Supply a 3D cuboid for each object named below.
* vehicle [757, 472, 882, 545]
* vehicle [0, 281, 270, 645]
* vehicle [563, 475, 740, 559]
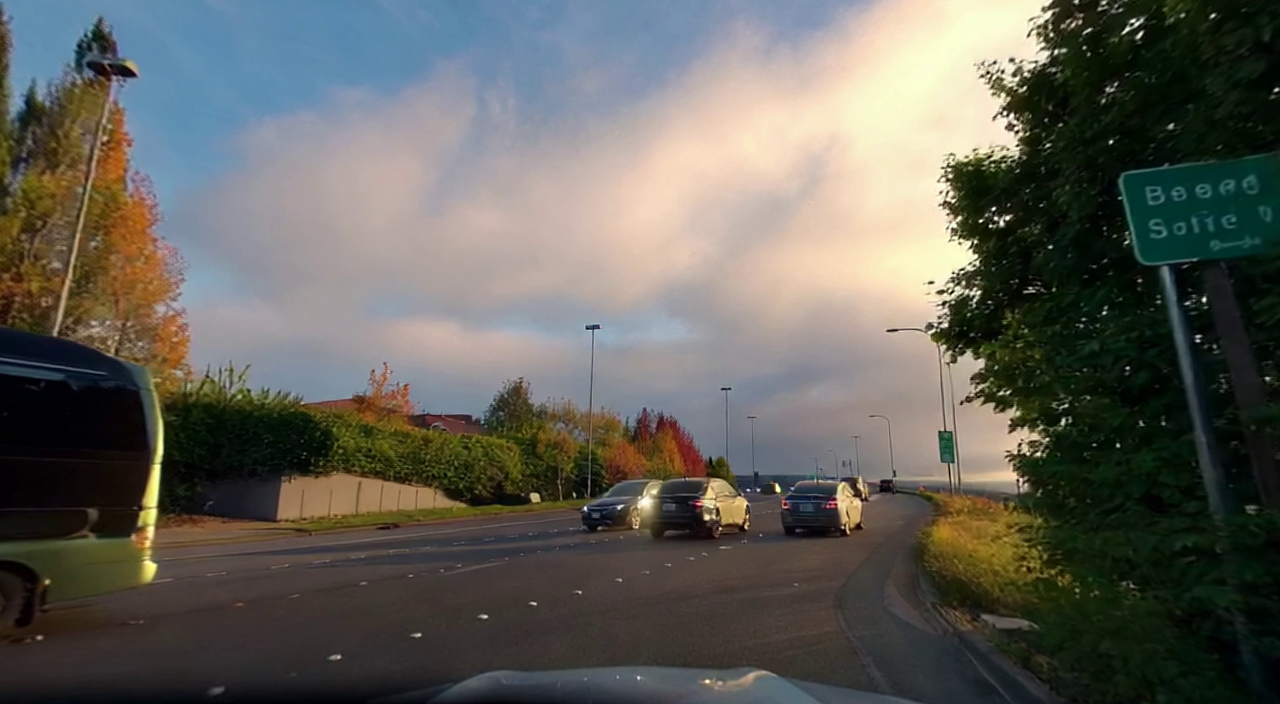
[{"bbox_3d":[4.609,3.785,15.736,2.129,1.471,4.258,-4,-12,27],"label":"vehicle"},{"bbox_3d":[-7.557,0.918,5.539,2.616,3.316,6.739,-4,-12,27],"label":"vehicle"},{"bbox_3d":[0.509,3.516,14.067,2.030,1.441,4.806,-4,-12,26],"label":"vehicle"}]
